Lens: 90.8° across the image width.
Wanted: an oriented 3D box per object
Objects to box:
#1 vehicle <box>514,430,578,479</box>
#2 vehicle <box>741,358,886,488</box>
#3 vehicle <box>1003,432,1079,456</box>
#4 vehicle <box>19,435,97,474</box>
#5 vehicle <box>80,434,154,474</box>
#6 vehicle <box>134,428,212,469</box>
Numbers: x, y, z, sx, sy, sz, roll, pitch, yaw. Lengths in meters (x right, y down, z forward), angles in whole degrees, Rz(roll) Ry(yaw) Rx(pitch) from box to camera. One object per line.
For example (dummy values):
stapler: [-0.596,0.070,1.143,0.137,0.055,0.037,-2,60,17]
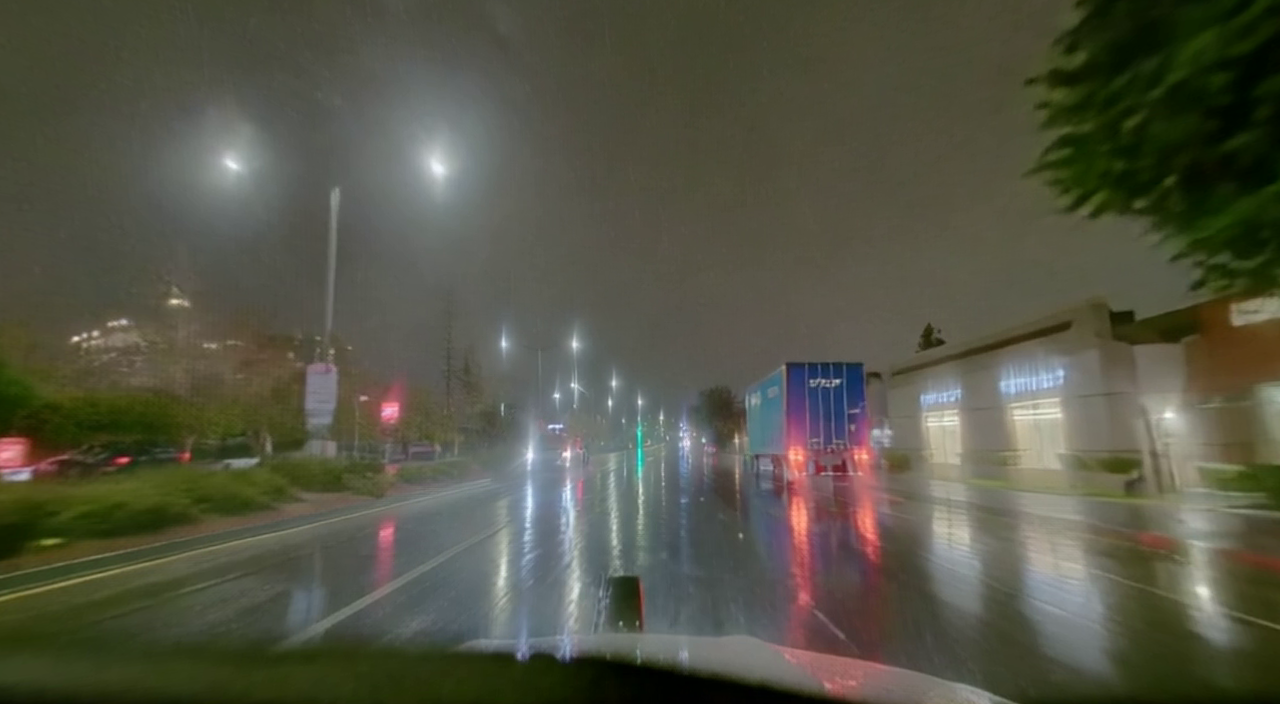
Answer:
vehicle: [-4.376,4.894,30.419,2.270,2.068,5.865,0,-9,-1]
vehicle: [6.161,2.885,24.379,2.981,4.106,8.794,0,-9,0]
vehicle: [30.246,6.987,47.776,4.346,1.772,1.955,0,-10,0]
vehicle: [-38.860,6.795,42.126,6.478,2.425,2.435,-6,-11,36]
vehicle: [-36.305,7.054,43.799,5.674,2.586,2.268,-6,-10,35]
vehicle: [-34.580,7.208,46.723,6.078,2.726,2.294,-7,-12,31]
